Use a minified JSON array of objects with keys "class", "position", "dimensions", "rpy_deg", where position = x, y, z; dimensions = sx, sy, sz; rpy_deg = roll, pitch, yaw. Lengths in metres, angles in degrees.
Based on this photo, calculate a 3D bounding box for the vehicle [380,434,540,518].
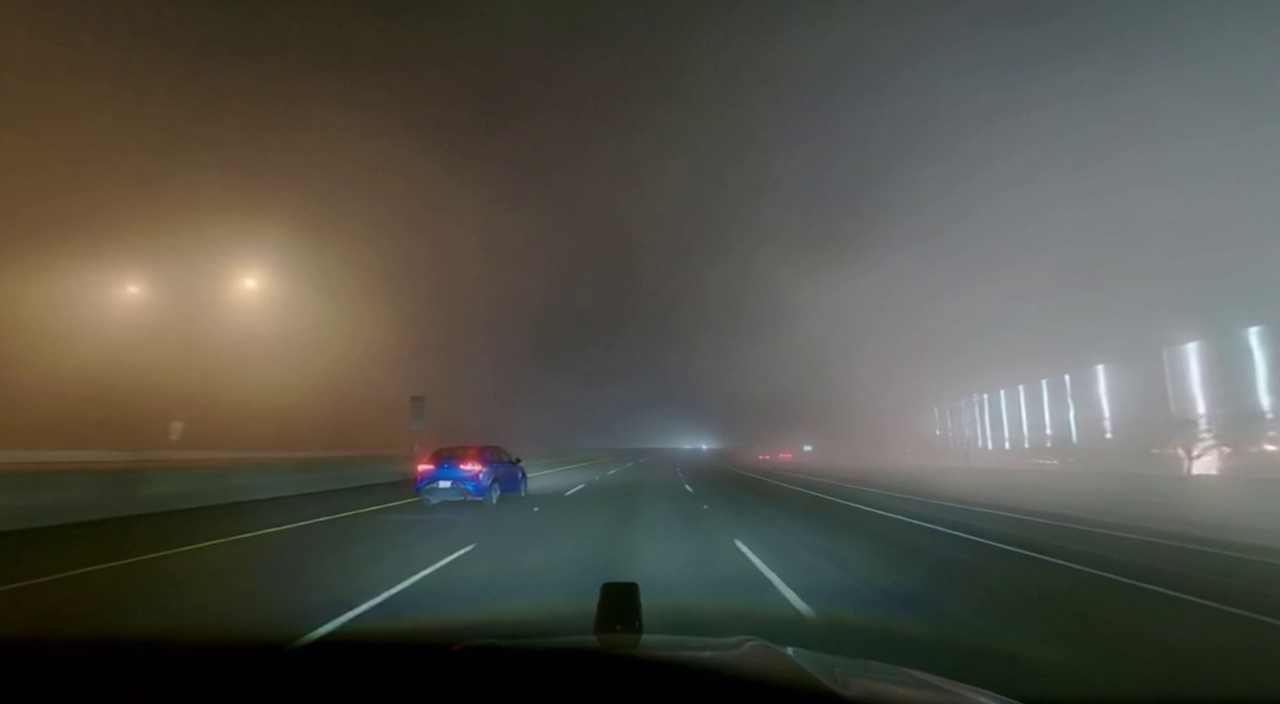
[{"class":"vehicle","position":[-3.790,2.709,14.360],"dimensions":[2.087,1.566,4.756],"rpy_deg":[-1,-9,2]}]
